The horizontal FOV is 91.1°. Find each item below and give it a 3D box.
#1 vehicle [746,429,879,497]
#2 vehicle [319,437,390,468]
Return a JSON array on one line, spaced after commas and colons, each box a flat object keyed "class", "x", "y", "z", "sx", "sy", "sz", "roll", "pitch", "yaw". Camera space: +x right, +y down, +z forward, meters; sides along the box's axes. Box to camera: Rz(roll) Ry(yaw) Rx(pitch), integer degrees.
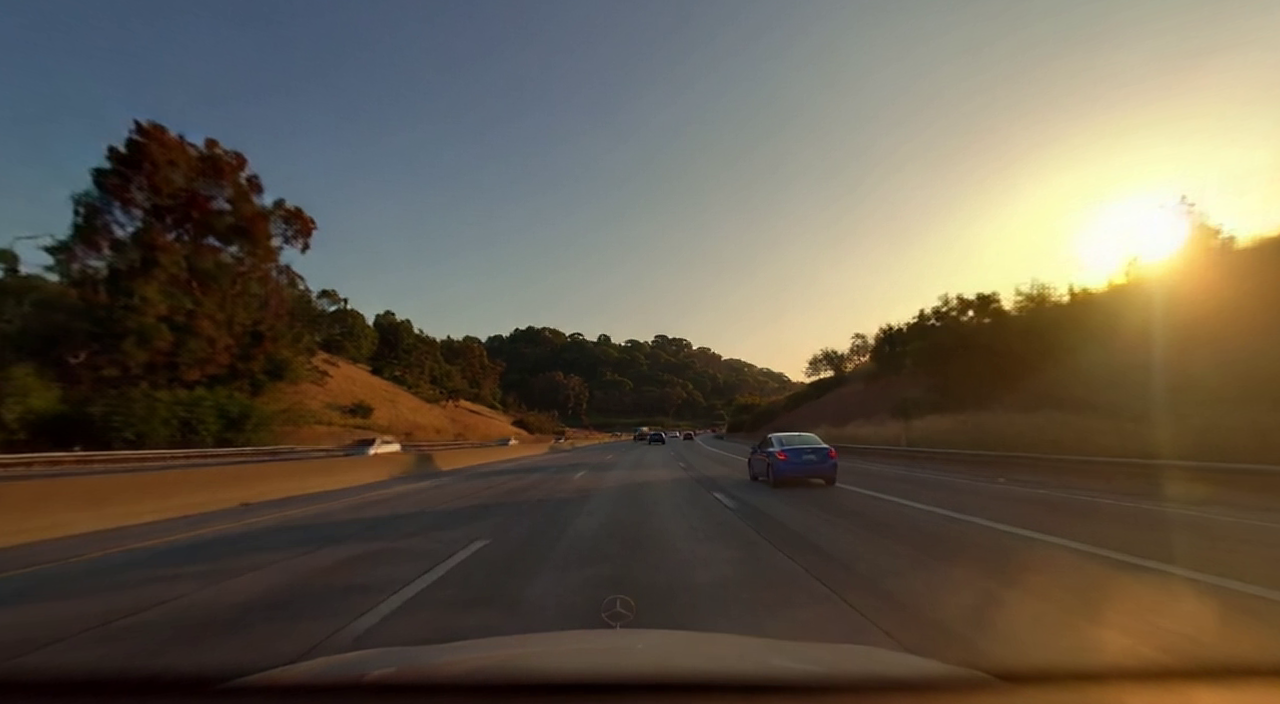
[{"class": "vehicle", "x": 4.090, "y": 2.690, "z": 15.733, "sx": 1.982, "sy": 1.452, "sz": 4.294, "roll": 0, "pitch": -8, "yaw": -2}, {"class": "vehicle", "x": -15.847, "y": 5.566, "z": 35.160, "sx": 1.900, "sy": 1.622, "sz": 4.292, "roll": 0, "pitch": -8, "yaw": 1}]
